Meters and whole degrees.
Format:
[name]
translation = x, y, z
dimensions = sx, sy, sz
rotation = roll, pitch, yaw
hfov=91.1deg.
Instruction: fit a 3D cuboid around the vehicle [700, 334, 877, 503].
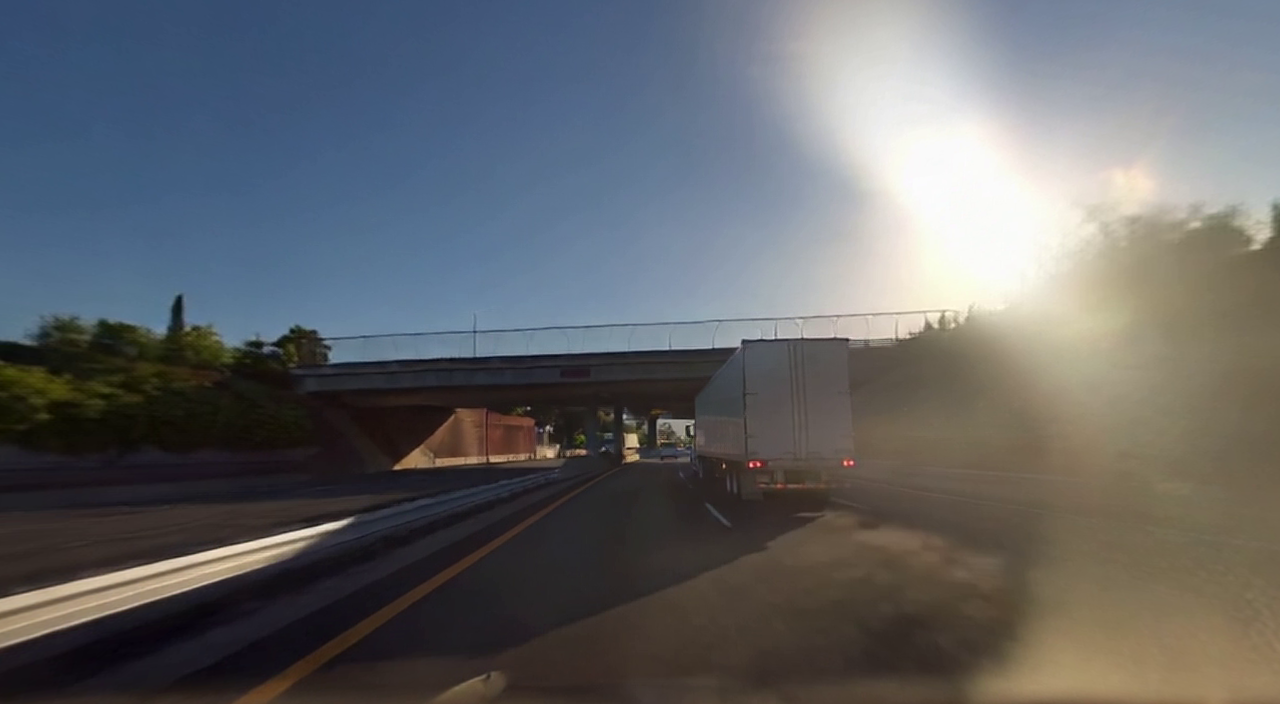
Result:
[vehicle]
translation = 4.109, 2.500, 21.287
dimensions = 2.965, 4.028, 12.529
rotation = -1, -9, 0
